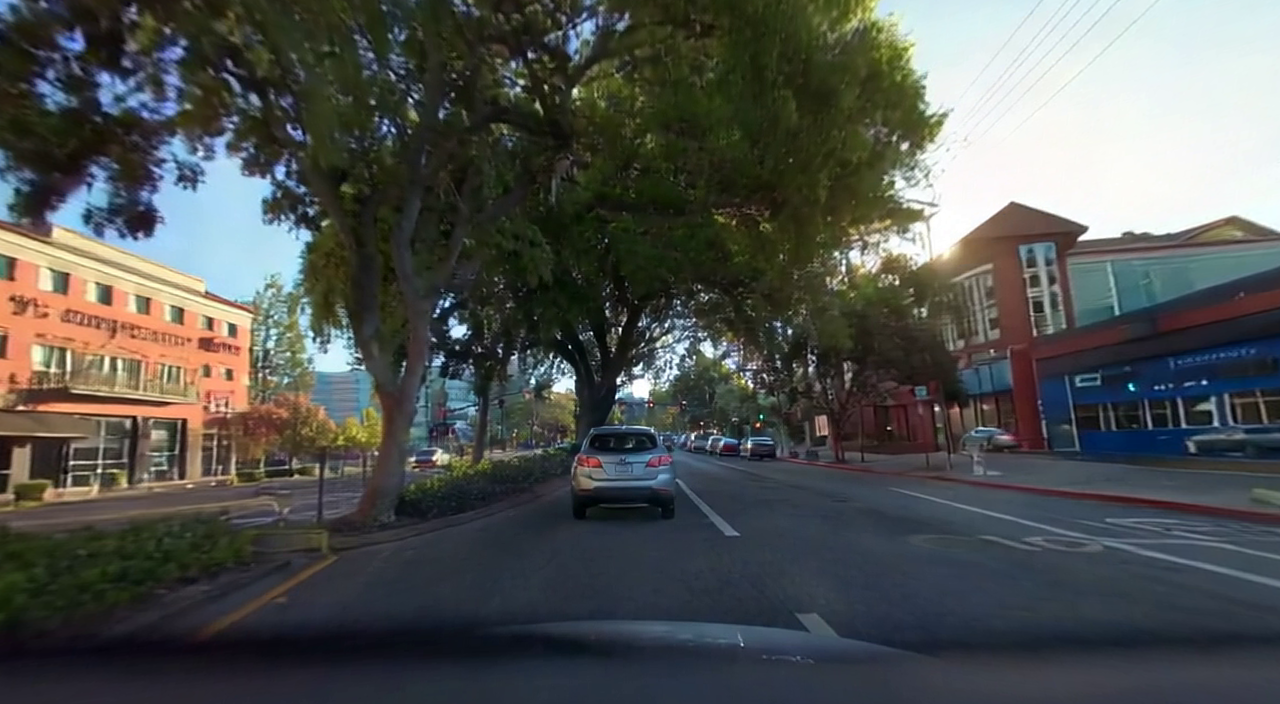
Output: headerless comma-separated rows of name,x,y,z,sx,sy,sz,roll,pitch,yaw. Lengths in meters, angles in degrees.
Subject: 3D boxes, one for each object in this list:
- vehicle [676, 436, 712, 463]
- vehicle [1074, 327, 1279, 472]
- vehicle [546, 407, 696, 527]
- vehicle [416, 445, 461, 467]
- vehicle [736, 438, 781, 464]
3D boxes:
vehicle,3.303,6.101,39.647,1.929,1.590,4.287,0,-9,1
vehicle,18.591,1.816,20.270,3.269,3.755,8.862,0,-9,3
vehicle,-0.295,2.080,11.845,2.277,1.816,4.192,0,-9,0
vehicle,-15.643,8.100,49.325,1.834,1.622,4.569,0,-9,2
vehicle,6.798,5.738,36.662,1.777,1.443,3.942,0,-9,-1
